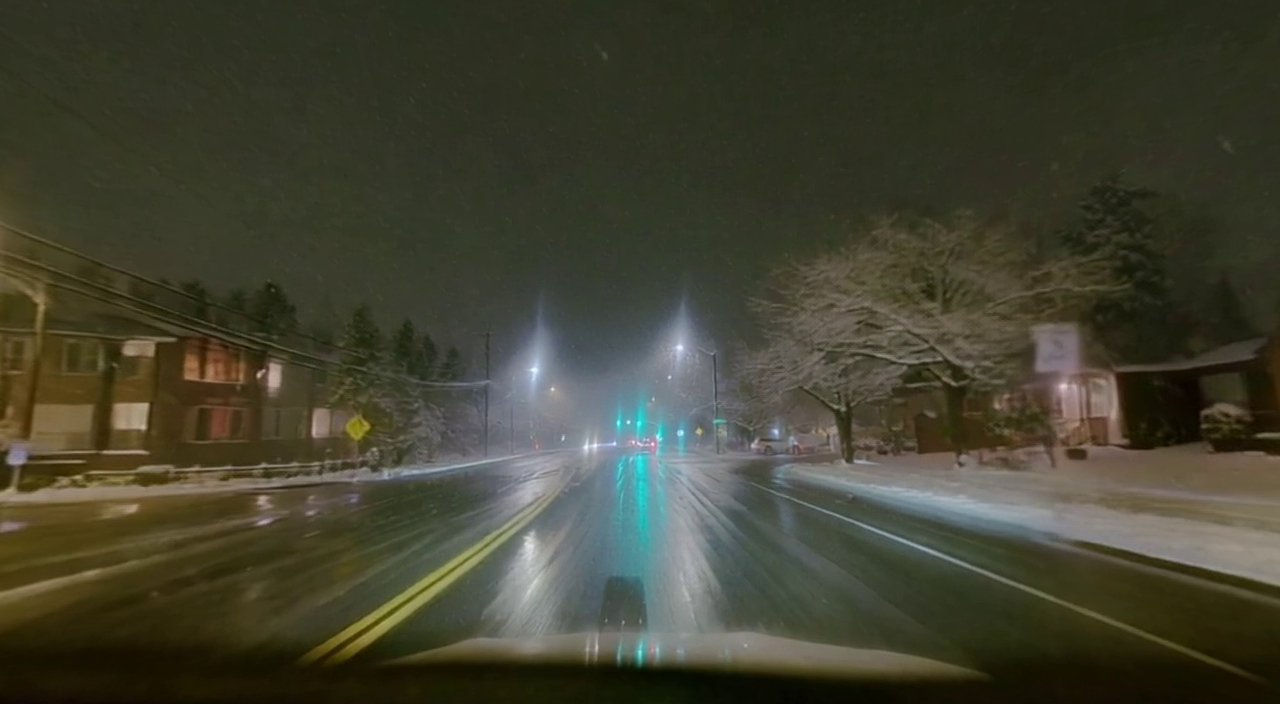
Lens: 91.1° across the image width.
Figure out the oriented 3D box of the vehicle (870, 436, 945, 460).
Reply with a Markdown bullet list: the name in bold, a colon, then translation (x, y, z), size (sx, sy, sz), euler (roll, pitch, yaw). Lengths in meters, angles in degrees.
- **vehicle**: translation (20.671, 7.416, 48.599), size (4.849, 1.470, 2.041), euler (-3, -7, -8)
